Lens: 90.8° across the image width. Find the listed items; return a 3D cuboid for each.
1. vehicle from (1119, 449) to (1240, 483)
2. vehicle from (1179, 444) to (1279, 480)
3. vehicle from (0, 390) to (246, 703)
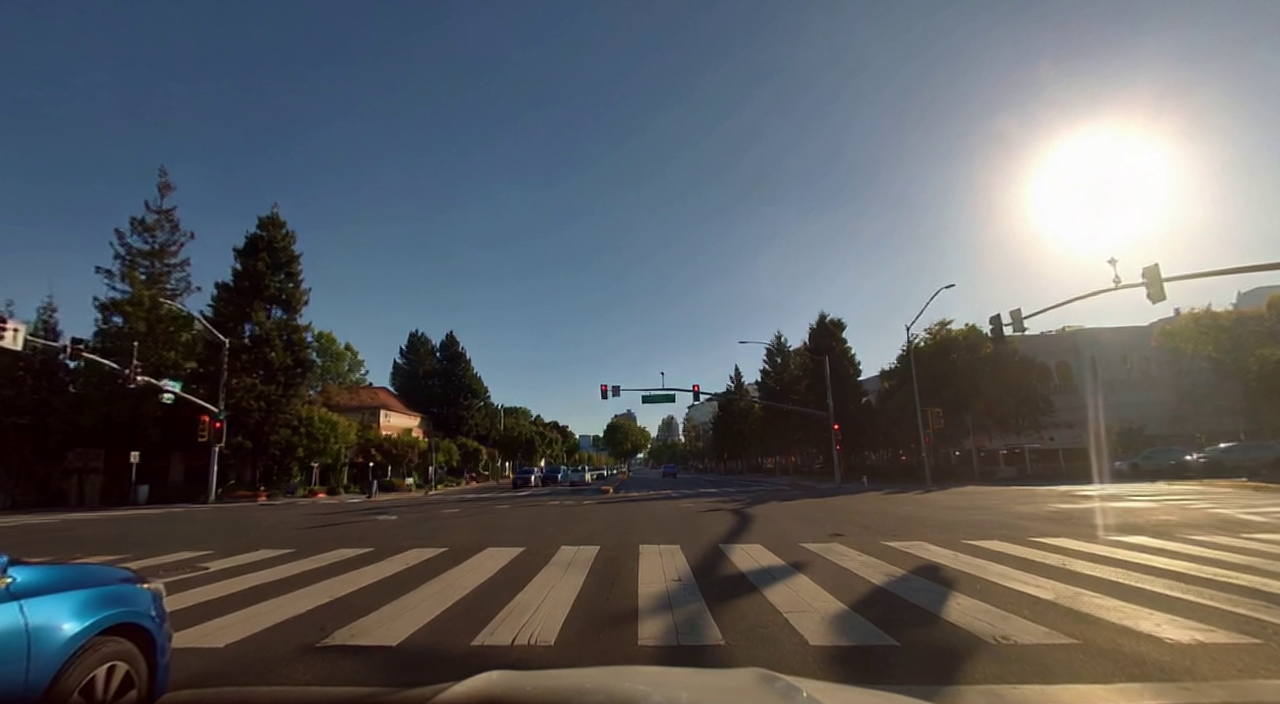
[{"bbox_3d":[25.102,5.280,29.490,4.123,1.469,1.790,0,-8,-5],"label":"vehicle"},{"bbox_3d":[25.671,4.611,26.584,4.347,1.411,1.784,0,-9,-3],"label":"vehicle"},{"bbox_3d":[-3.002,0.776,1.257,1.969,1.513,3.773,0,-9,0],"label":"vehicle"}]
